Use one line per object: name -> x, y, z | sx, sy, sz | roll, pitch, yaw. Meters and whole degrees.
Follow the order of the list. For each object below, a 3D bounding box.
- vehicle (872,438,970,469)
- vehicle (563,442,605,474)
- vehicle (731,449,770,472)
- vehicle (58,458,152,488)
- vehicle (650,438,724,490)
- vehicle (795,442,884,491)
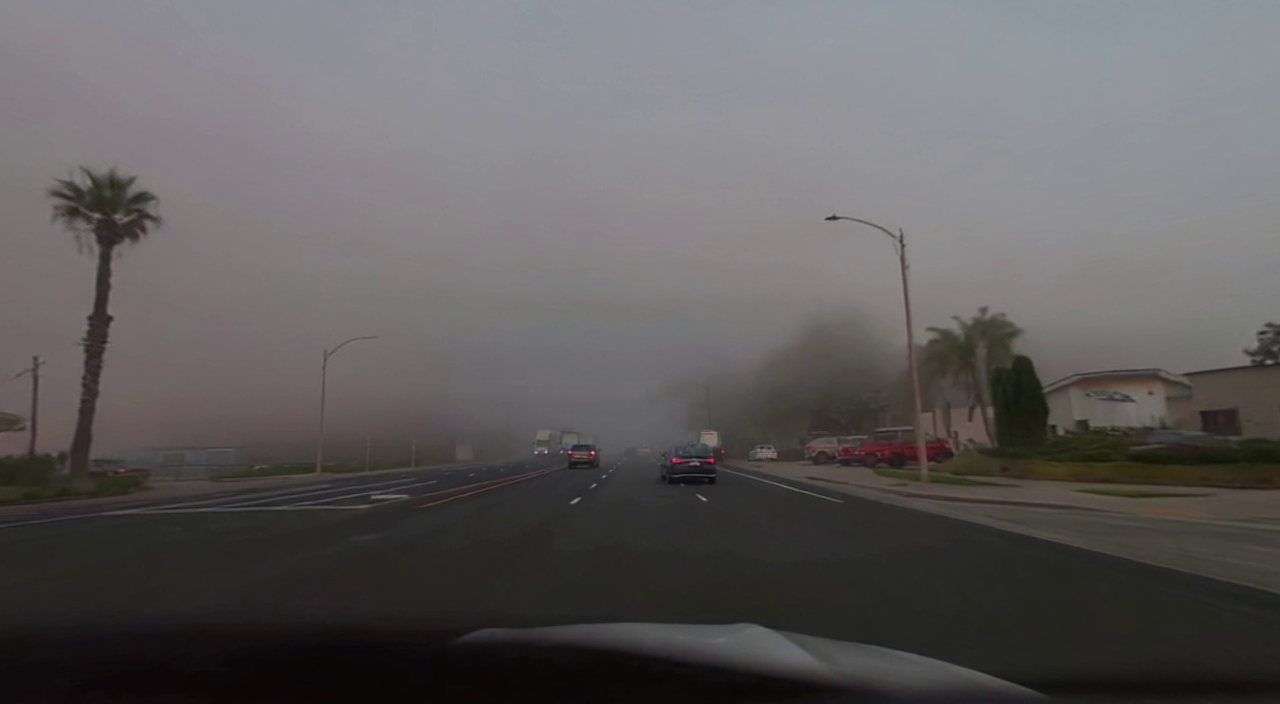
vehicle -> 15.429, 5.589, 34.731 | 4.489, 1.557, 1.792 | -2, -9, 2
vehicle -> -3.248, 6.264, 37.388 | 2.084, 1.735, 4.528 | 0, -8, 1
vehicle -> 7.701, 7.591, 44.275 | 1.947, 1.474, 4.634 | 0, -9, 0
vehicle -> -30.029, 6.783, 35.473 | 1.823, 1.477, 3.984 | 0, -9, -1
vehicle -> 1.583, 4.011, 22.803 | 2.084, 1.682, 4.148 | 1, -9, -4
vehicle -> 7.674, 4.431, 24.672 | 2.012, 1.737, 4.129 | 0, -9, -2
